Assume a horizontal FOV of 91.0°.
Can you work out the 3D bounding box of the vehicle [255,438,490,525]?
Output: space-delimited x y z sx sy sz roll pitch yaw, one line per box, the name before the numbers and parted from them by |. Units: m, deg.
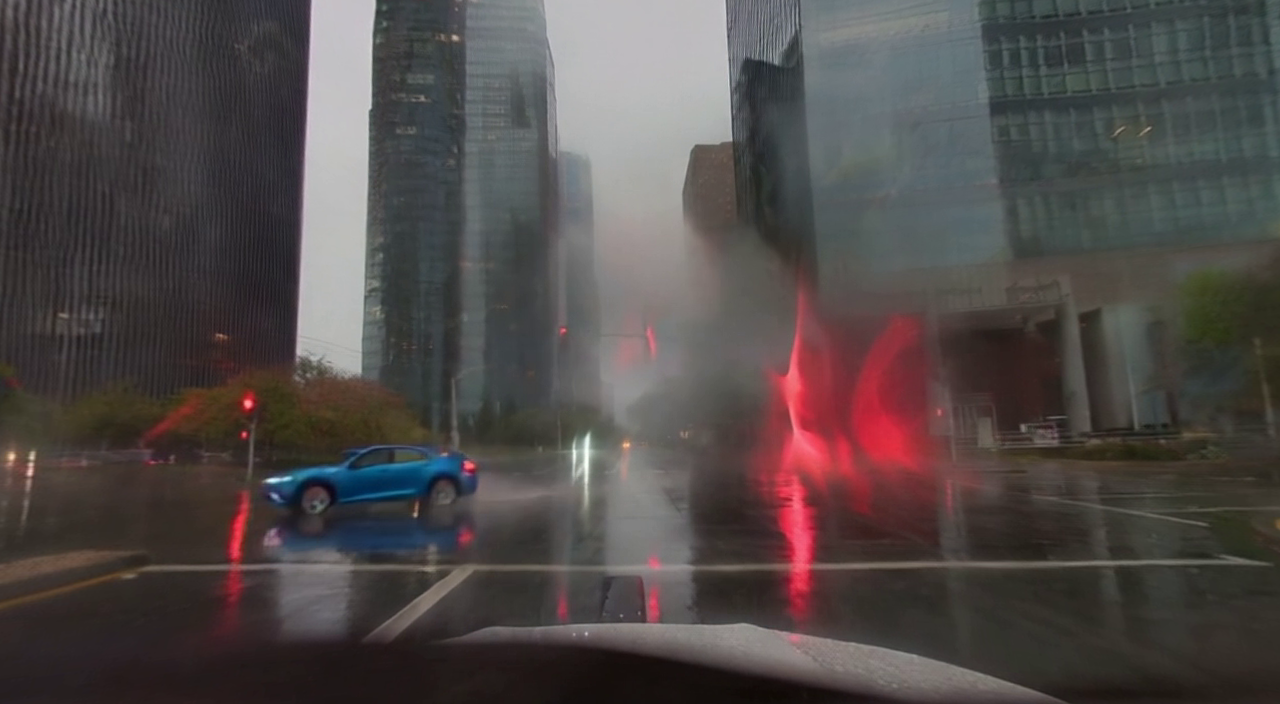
vehicle | -5.715 2.718 13.762 4.218 1.572 2.065 8 -12 -41
